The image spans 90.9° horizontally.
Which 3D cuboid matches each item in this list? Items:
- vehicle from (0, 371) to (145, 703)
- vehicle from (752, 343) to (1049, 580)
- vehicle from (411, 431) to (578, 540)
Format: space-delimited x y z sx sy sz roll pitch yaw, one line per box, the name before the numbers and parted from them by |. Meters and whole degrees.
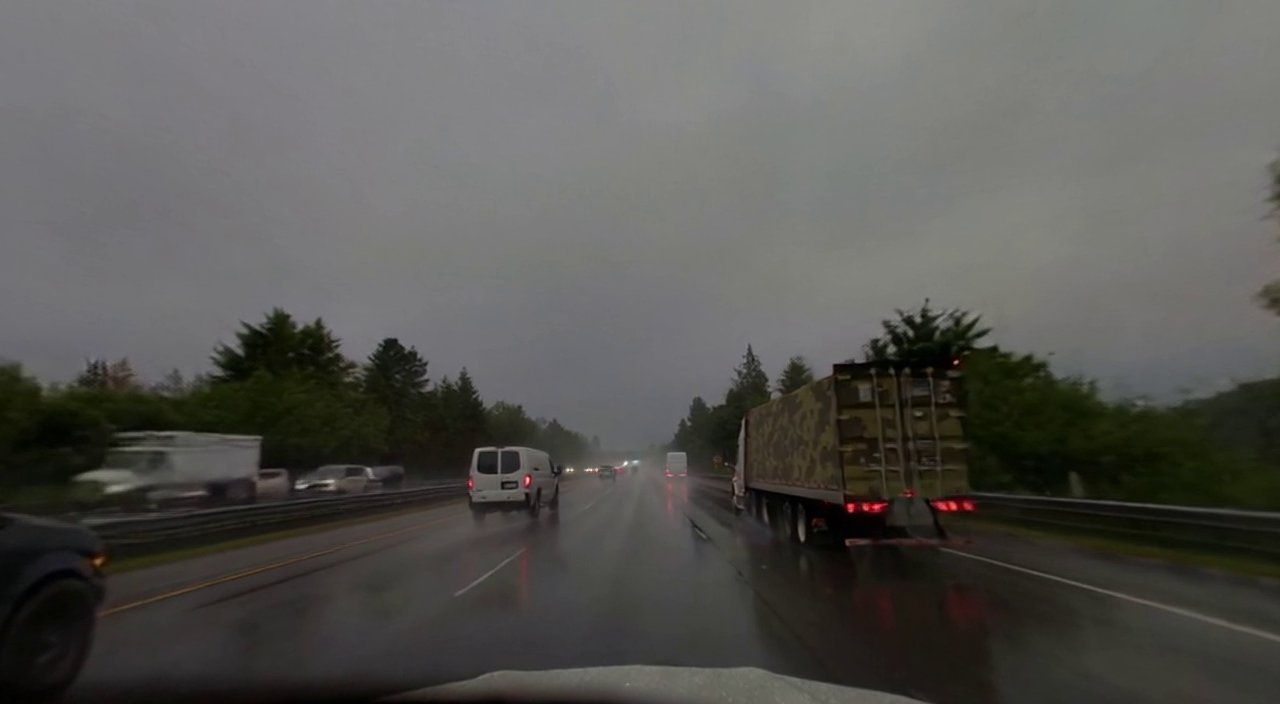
vehicle | -3.844 0.653 1.301 2.124 1.671 4.262 1 -10 -1
vehicle | 3.762 1.839 10.678 2.703 2.988 5.097 1 -11 -1
vehicle | -2.897 2.892 14.067 2.378 1.930 5.086 0 -10 1
